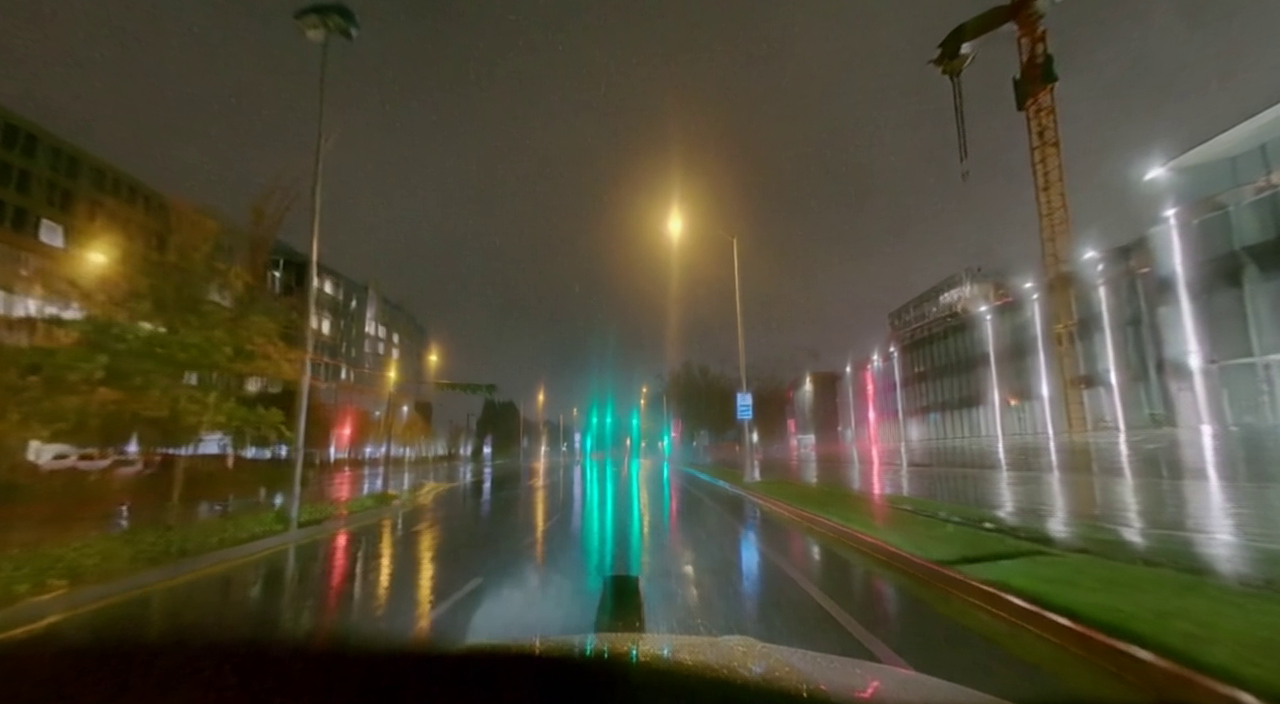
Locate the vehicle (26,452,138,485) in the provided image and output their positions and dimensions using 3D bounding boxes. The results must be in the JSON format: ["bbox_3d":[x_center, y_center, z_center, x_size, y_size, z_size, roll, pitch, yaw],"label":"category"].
[{"bbox_3d":[-25.556,5.336,28.929,3.463,1.389,1.707,-1,-9,0],"label":"vehicle"}]

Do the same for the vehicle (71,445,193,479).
[{"bbox_3d":[-25.385,5.497,31.597,4.308,1.612,1.989,0,-8,-2],"label":"vehicle"}]

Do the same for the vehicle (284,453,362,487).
[{"bbox_3d":[-17.119,6.380,34.273,1.921,1.541,4.541,-1,-8,0],"label":"vehicle"}]
